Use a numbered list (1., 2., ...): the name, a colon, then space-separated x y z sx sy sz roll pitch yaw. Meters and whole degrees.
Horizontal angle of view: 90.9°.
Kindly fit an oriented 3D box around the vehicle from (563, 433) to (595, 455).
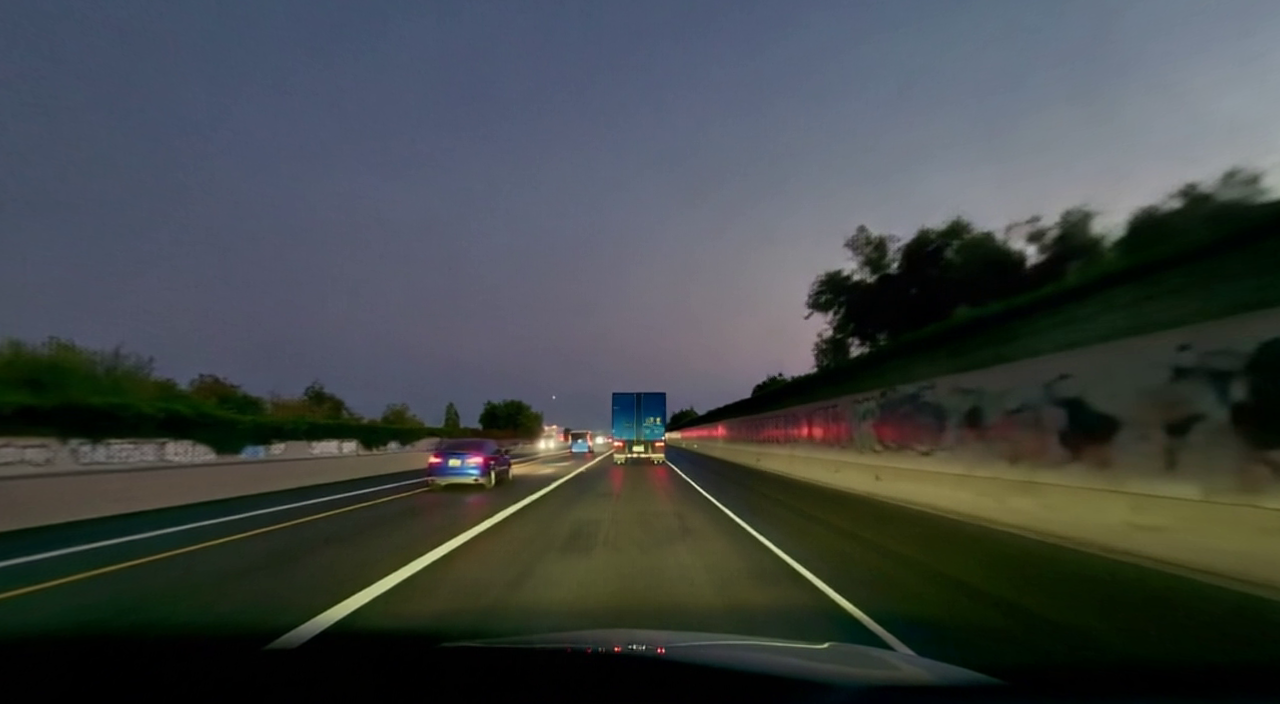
1. vehicle: -4.694 7.137 49.083 2.058 1.645 4.130 0 -8 0

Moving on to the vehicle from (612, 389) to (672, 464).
1. vehicle: -0.025 4.292 35.745 2.927 3.649 9.443 0 -8 -2

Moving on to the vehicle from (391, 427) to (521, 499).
1. vehicle: -4.374 2.688 15.815 1.948 1.526 4.525 0 -8 0
